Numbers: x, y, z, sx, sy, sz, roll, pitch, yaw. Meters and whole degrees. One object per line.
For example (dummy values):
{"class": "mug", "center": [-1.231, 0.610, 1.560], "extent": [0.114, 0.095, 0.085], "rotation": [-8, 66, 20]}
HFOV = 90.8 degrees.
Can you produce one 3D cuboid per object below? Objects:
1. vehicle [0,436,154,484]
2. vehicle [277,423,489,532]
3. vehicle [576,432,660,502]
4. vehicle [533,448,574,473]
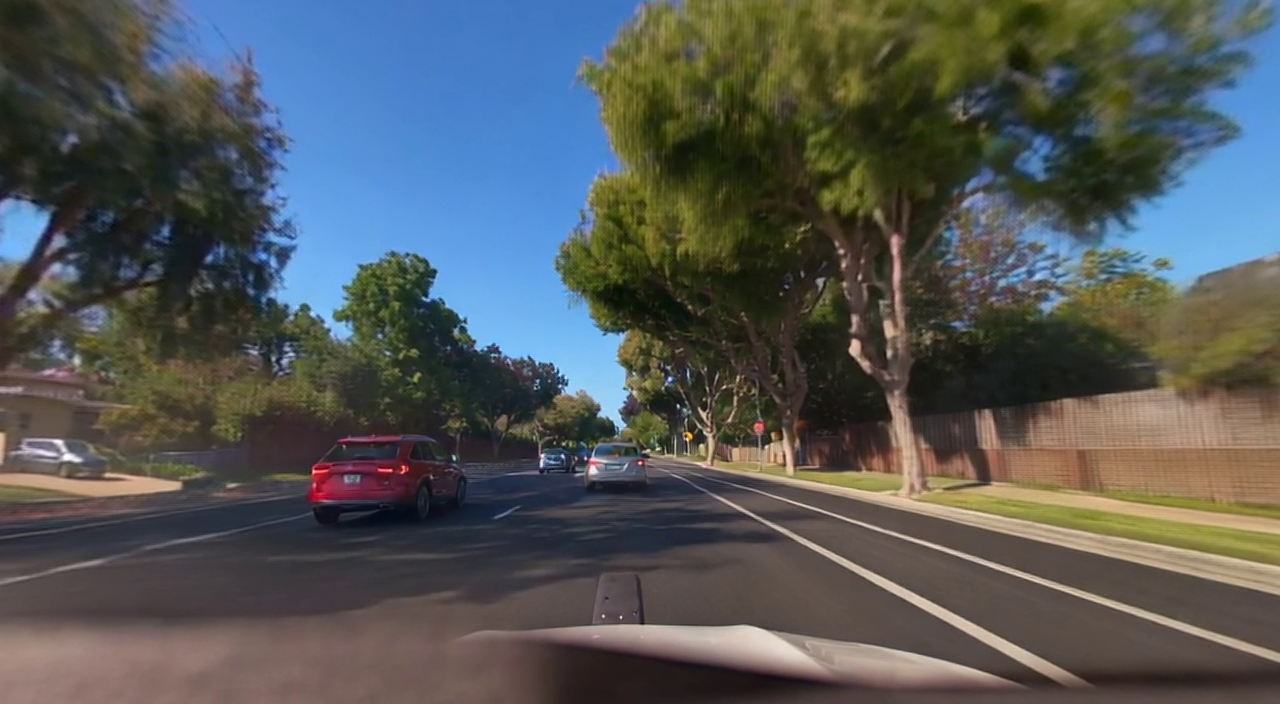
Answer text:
{"class": "vehicle", "center": [-25.689, 4.886, 28.707], "extent": [5.216, 2.058, 2.299], "rotation": [0, -9, -1]}
{"class": "vehicle", "center": [-4.684, 2.374, 12.508], "extent": [2.243, 1.722, 4.621], "rotation": [0, -9, 0]}
{"class": "vehicle", "center": [-0.608, 3.287, 18.361], "extent": [2.131, 1.761, 4.242], "rotation": [0, -9, -1]}
{"class": "vehicle", "center": [-5.419, 6.864, 40.137], "extent": [2.014, 1.493, 4.658], "rotation": [0, -9, -1]}
